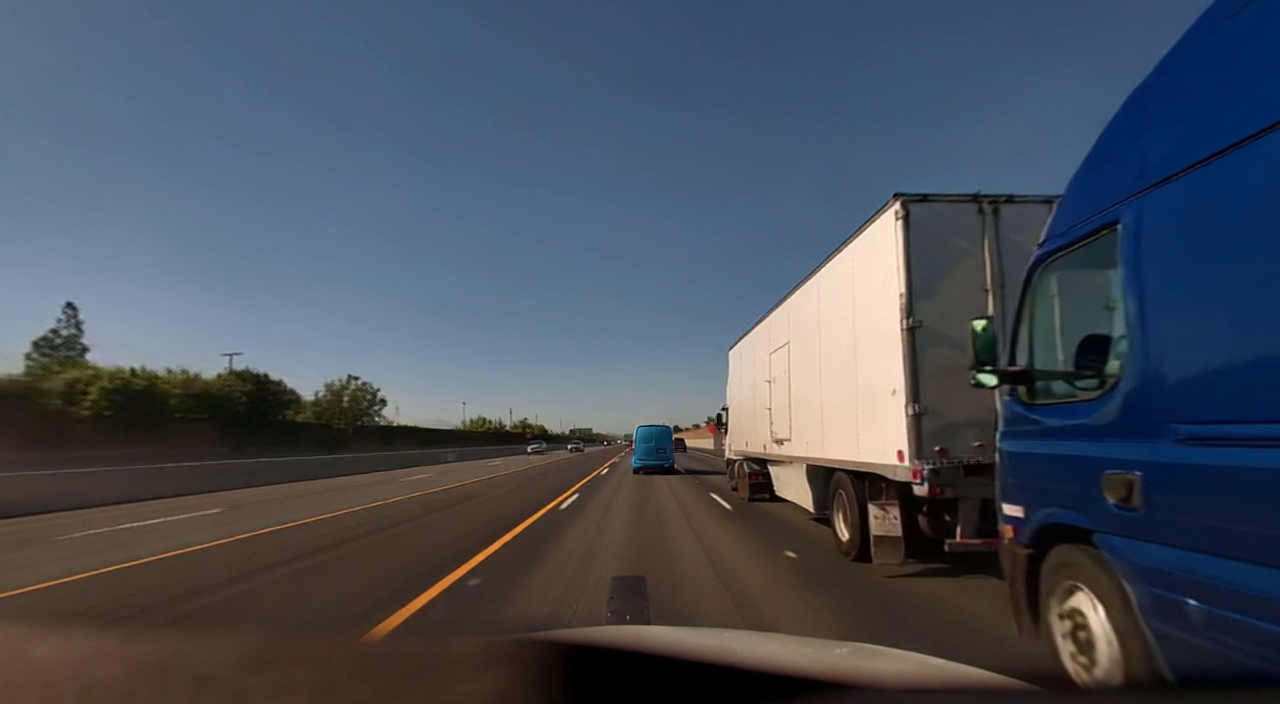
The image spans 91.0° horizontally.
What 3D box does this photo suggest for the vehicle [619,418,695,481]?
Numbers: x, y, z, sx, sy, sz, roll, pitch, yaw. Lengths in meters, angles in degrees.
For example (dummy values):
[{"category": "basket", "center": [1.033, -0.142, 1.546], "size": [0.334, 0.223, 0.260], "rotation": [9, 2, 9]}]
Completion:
[{"category": "vehicle", "center": [0.618, 3.540, 23.028], "size": [2.469, 2.027, 4.554], "rotation": [0, -8, 2]}]
